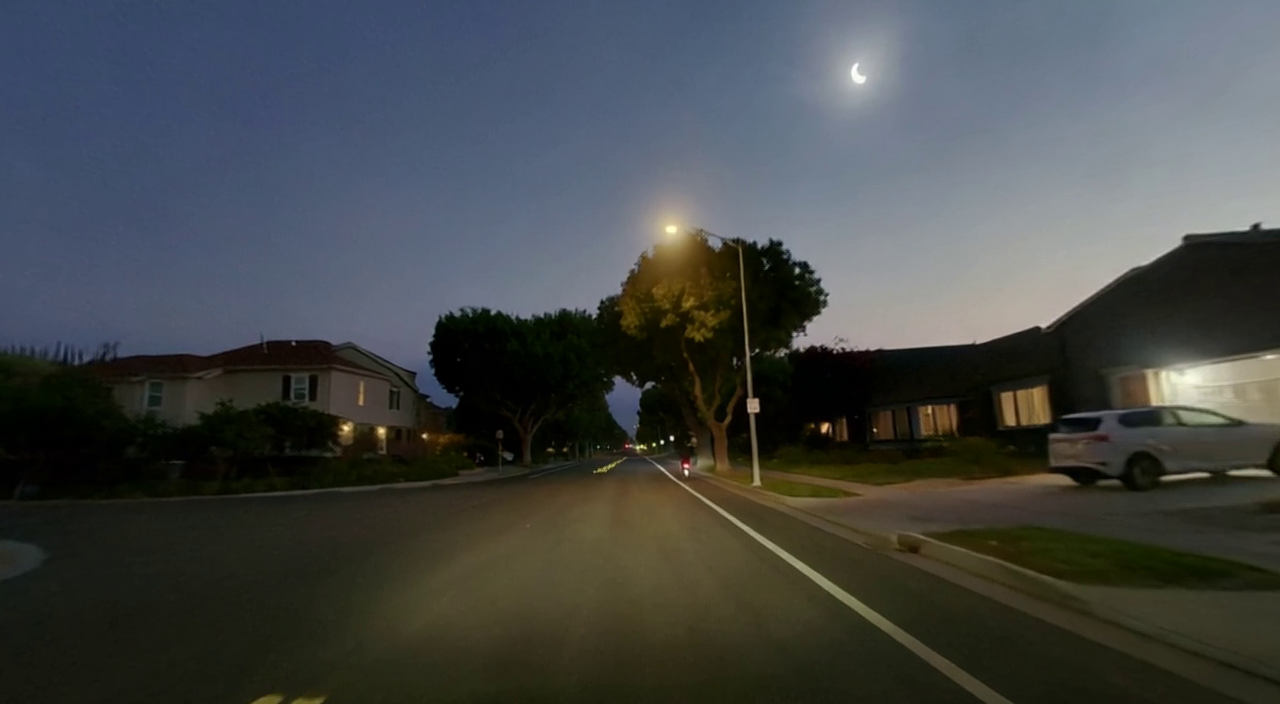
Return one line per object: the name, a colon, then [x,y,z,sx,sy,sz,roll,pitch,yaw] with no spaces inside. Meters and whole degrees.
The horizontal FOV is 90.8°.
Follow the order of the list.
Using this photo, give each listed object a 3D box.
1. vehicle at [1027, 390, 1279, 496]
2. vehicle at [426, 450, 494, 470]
vehicle: [10.309,1.768,12.318,4.146,1.866,1.897,-1,-9,7]
vehicle: [-13.781,8.300,48.593,4.717,1.465,1.887,1,-9,-4]
